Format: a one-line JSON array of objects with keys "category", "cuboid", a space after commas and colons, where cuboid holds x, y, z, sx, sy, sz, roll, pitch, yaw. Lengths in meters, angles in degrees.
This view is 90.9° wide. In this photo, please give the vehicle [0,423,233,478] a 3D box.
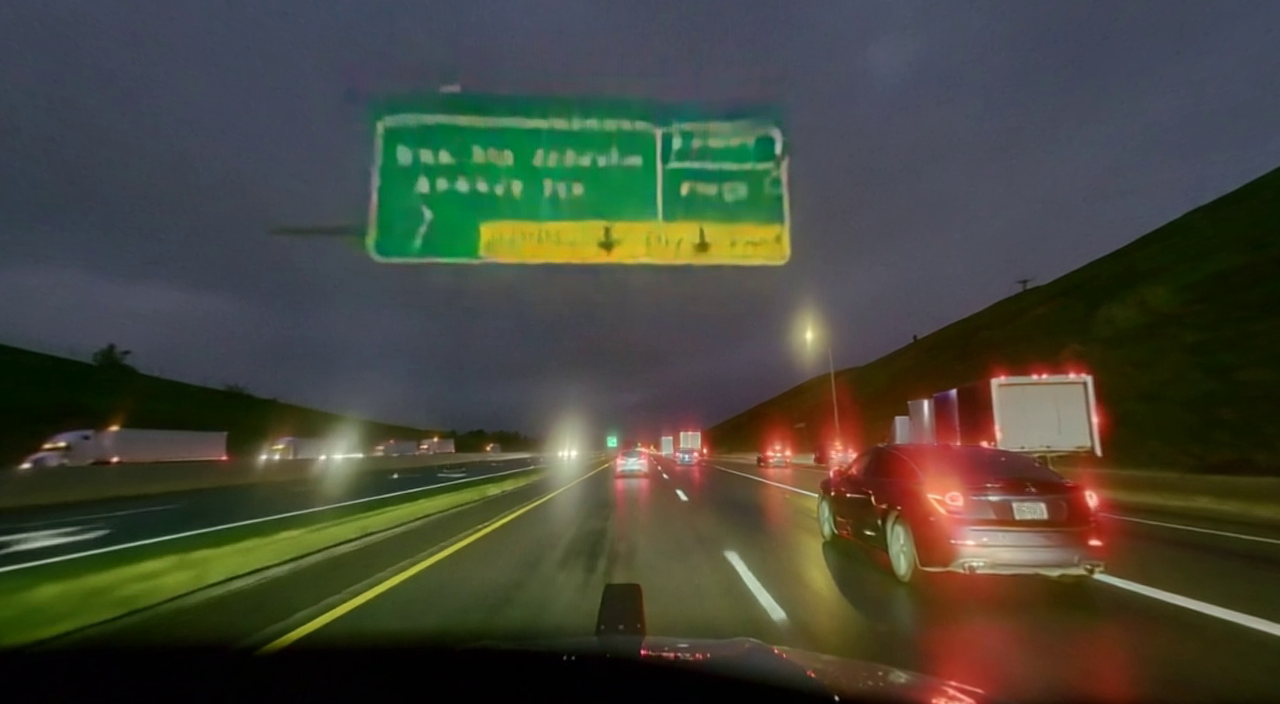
[{"category": "vehicle", "cuboid": [-36.797, 7.195, 45.988, 2.760, 3.231, 16.626, 0, -9, 2]}]

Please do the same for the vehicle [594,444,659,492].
[{"category": "vehicle", "cuboid": [-0.437, 3.836, 21.128, 1.970, 1.441, 3.846, 0, -9, -1]}]

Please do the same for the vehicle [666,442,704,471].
[{"category": "vehicle", "cuboid": [2.720, 6.512, 39.320, 2.048, 1.704, 4.284, 0, -9, 0]}]

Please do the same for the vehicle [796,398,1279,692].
[{"category": "vehicle", "cuboid": [3.087, 1.381, 5.738, 1.997, 1.534, 4.664, 0, -9, -2]}]
